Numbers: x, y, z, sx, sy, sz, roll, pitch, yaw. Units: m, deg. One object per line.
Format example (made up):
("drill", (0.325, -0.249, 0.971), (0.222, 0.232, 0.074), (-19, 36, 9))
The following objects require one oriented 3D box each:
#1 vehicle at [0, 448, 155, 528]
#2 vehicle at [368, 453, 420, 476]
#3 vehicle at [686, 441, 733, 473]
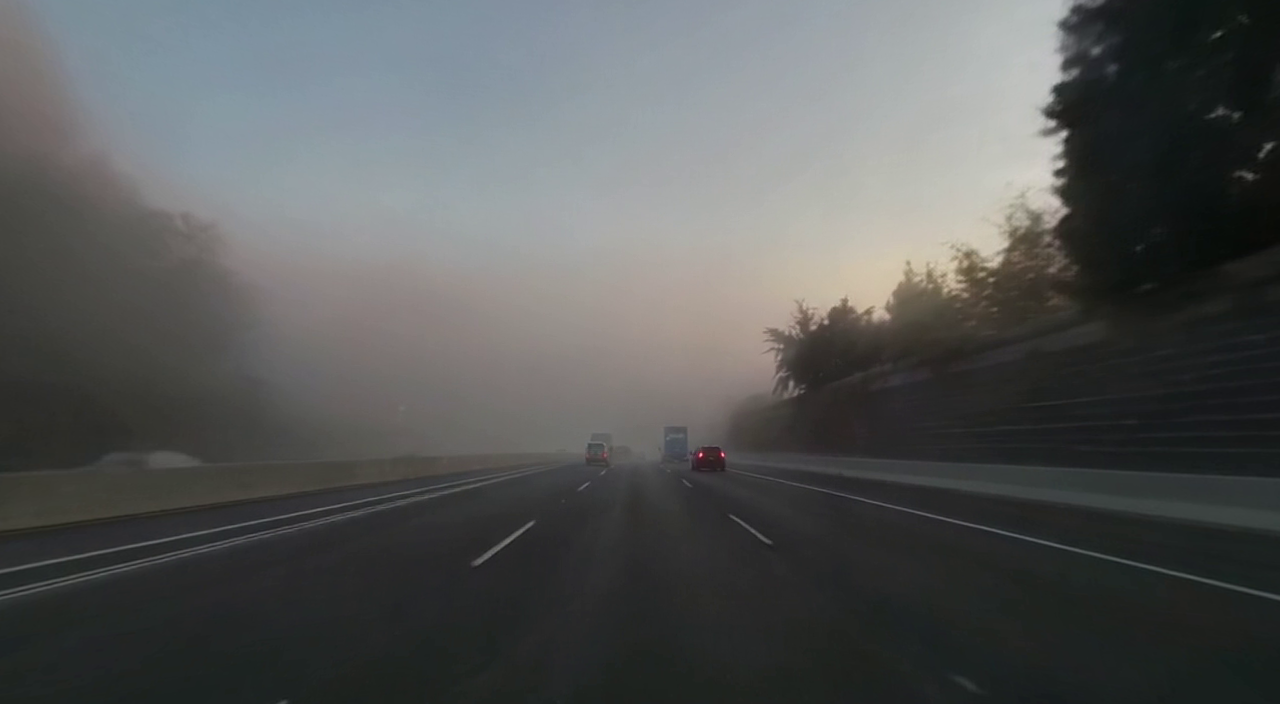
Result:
("vehicle", (-12.901, 2.771, 13.231), (1.931, 1.484, 4.452), (0, -9, -1))
("vehicle", (-16.665, 7.620, 43.025), (1.845, 1.436, 4.135), (-1, -9, 1))
("vehicle", (3.858, 5.917, 35.698), (2.066, 1.638, 4.158), (0, -9, -2))
